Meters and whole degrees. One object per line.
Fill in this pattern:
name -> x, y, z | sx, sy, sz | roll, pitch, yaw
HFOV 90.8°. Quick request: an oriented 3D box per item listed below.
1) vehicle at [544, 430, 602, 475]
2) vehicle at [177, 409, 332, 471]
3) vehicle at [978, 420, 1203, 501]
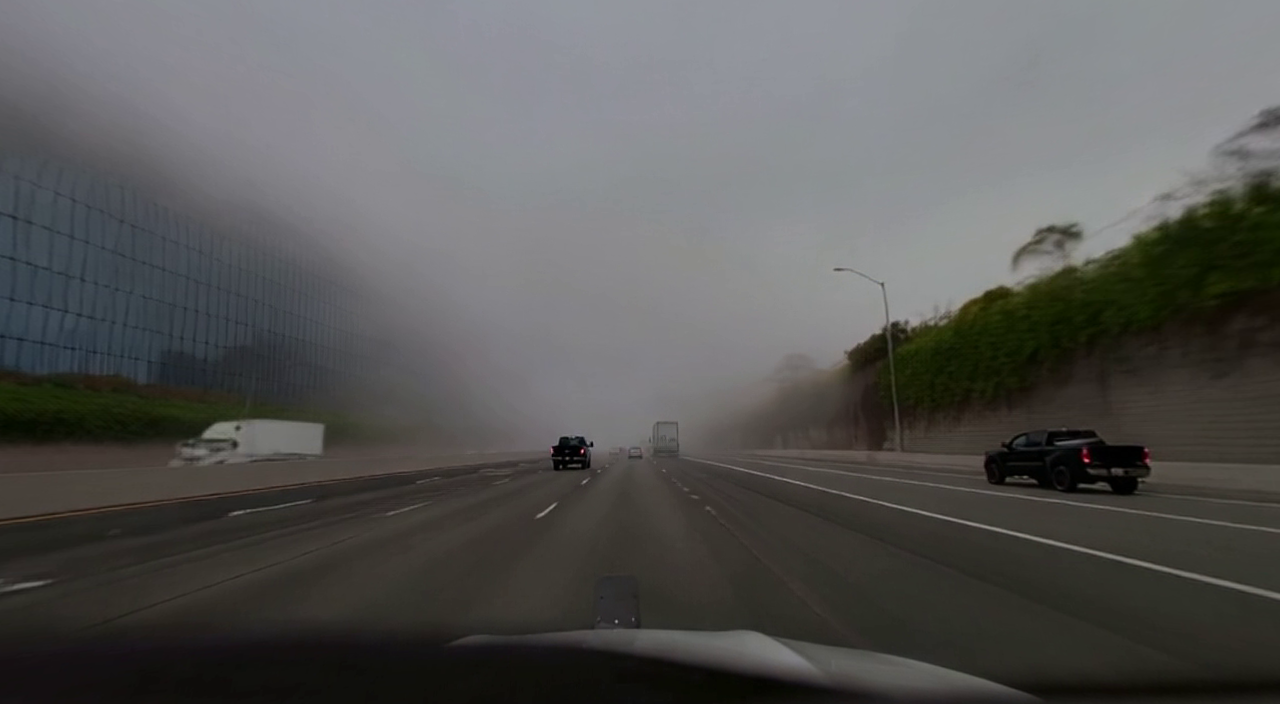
vehicle -> -3.243, 5.074, 31.896 | 2.284, 2.022, 5.752 | 0, -9, 0
vehicle -> -26.907, 6.399, 45.444 | 3.000, 3.767, 13.120 | 0, -9, 0
vehicle -> 11.441, 2.826, 16.688 | 2.089, 1.787, 5.080 | 0, -9, -1
